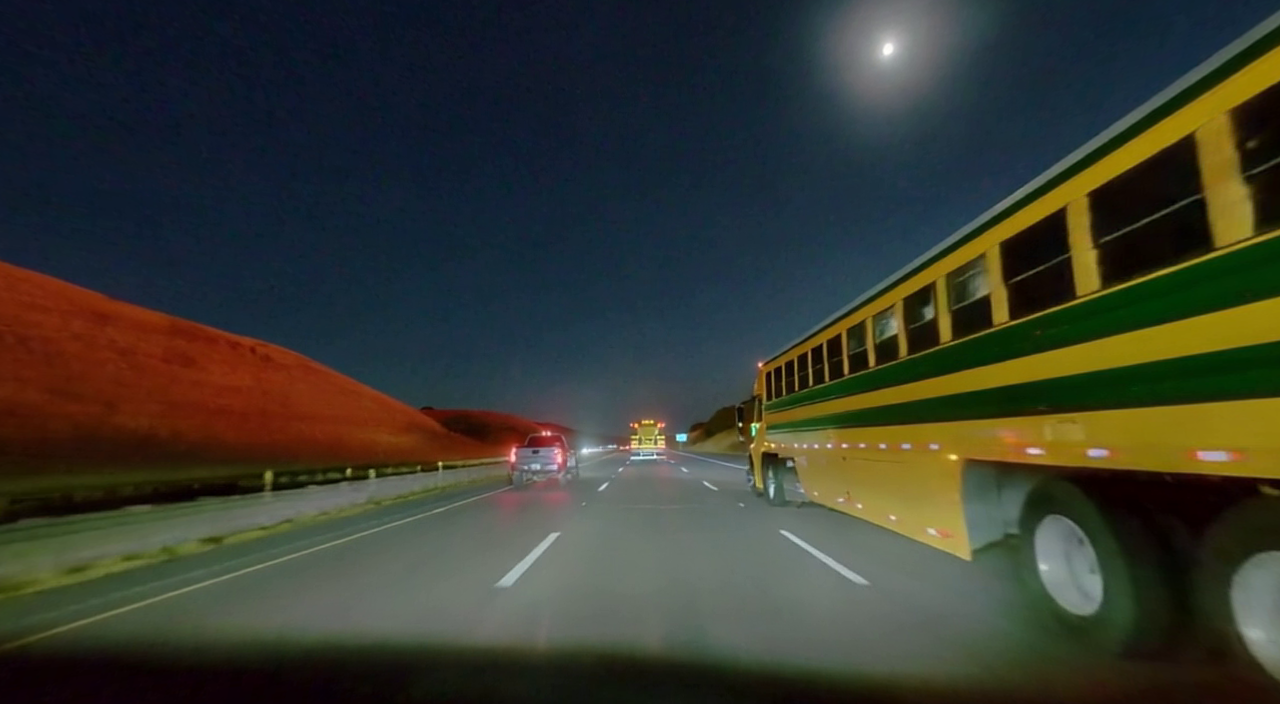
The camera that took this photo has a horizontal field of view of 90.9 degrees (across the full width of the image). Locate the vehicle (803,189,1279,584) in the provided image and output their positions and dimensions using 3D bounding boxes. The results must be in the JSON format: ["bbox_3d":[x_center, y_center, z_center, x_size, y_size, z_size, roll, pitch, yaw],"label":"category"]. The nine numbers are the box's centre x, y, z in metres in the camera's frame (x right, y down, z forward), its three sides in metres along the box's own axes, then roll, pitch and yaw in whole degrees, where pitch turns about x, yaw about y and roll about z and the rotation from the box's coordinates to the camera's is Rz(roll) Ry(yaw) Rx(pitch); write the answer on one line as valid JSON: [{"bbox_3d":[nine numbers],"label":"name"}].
[{"bbox_3d":[4.589,0.698,9.072,2.604,3.677,6.470,0,-8,-1],"label":"vehicle"}]

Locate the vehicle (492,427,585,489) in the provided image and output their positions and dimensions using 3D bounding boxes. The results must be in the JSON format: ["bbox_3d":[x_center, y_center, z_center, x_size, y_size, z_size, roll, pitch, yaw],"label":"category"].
[{"bbox_3d":[-3.421,3.720,22.589,2.241,1.927,5.833,0,-8,1],"label":"vehicle"}]

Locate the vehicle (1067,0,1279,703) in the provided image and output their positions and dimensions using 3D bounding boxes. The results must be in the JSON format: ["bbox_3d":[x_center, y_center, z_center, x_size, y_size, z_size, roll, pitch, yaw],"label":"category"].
[{"bbox_3d":[4.370,-0.377,0.783,2.716,3.705,7.018,0,-8,1],"label":"vehicle"}]

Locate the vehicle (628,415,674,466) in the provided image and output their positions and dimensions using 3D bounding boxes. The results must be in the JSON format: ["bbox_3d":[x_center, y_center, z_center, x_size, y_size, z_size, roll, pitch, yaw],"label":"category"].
[{"bbox_3d":[0.680,6.453,46.017,2.948,3.265,10.569,0,-8,-1],"label":"vehicle"}]
